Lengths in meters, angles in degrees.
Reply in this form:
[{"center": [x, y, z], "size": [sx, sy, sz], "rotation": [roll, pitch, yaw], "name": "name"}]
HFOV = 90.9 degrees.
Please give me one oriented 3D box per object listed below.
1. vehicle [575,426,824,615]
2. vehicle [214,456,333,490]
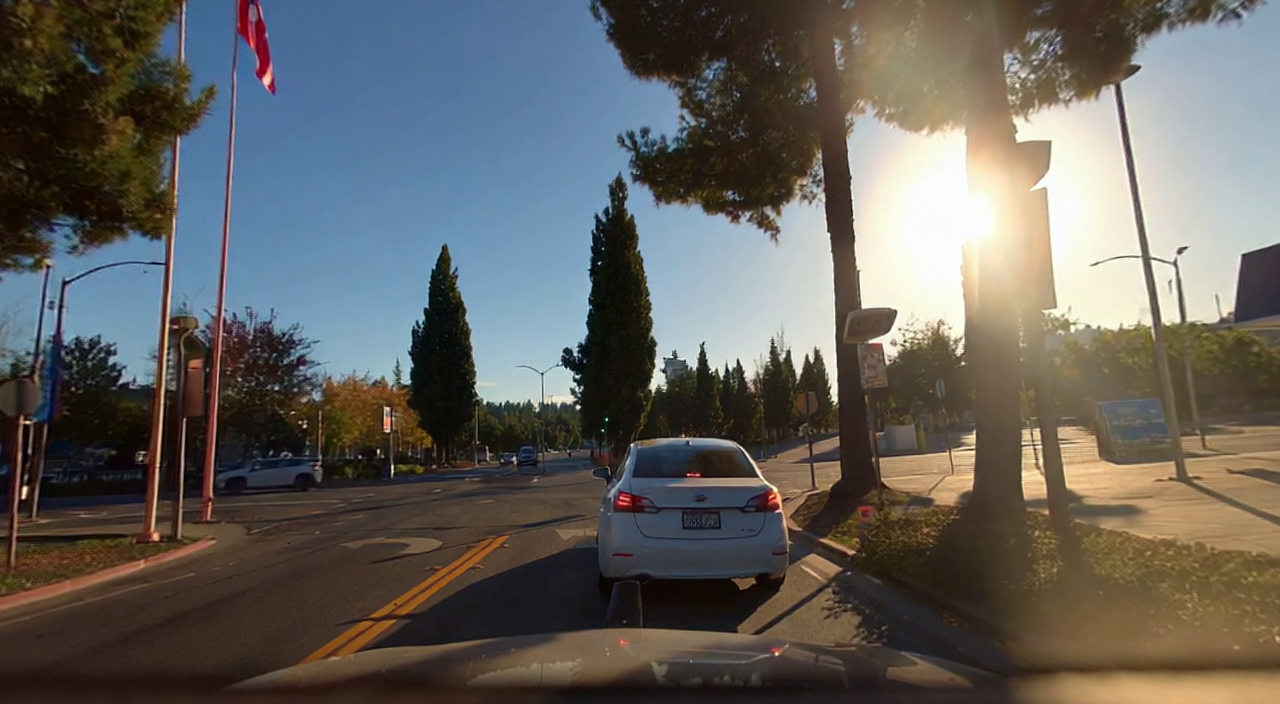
[{"center": [0.381, 1.622, 6.905], "size": [1.985, 1.463, 3.647], "rotation": [0, -9, -3], "name": "vehicle"}, {"center": [-16.853, 5.571, 29.135], "size": [4.278, 1.475, 1.804], "rotation": [0, -10, -5], "name": "vehicle"}]
